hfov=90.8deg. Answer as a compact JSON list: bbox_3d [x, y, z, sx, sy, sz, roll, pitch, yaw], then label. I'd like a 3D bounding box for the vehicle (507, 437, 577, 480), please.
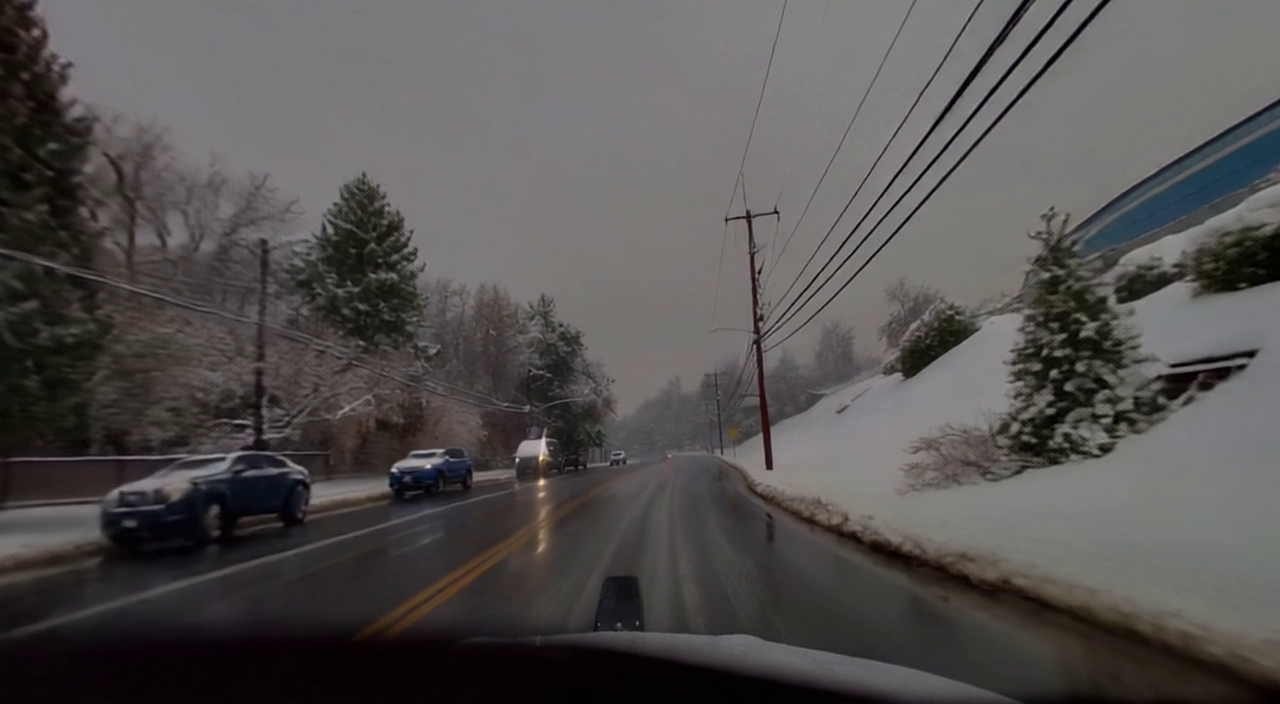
[{"bbox_3d":[-5.238,5.777,34.569,2.295,1.989,5.055,-6,-10,8],"label":"vehicle"}]

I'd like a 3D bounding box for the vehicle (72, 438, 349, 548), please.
[{"bbox_3d":[-7.438,2.523,11.663,1.840,1.523,4.333,2,-11,3],"label":"vehicle"}]

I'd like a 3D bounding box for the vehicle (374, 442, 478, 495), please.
[{"bbox_3d":[-6.975,3.914,21.048,1.927,1.542,3.886,-2,-11,3],"label":"vehicle"}]
